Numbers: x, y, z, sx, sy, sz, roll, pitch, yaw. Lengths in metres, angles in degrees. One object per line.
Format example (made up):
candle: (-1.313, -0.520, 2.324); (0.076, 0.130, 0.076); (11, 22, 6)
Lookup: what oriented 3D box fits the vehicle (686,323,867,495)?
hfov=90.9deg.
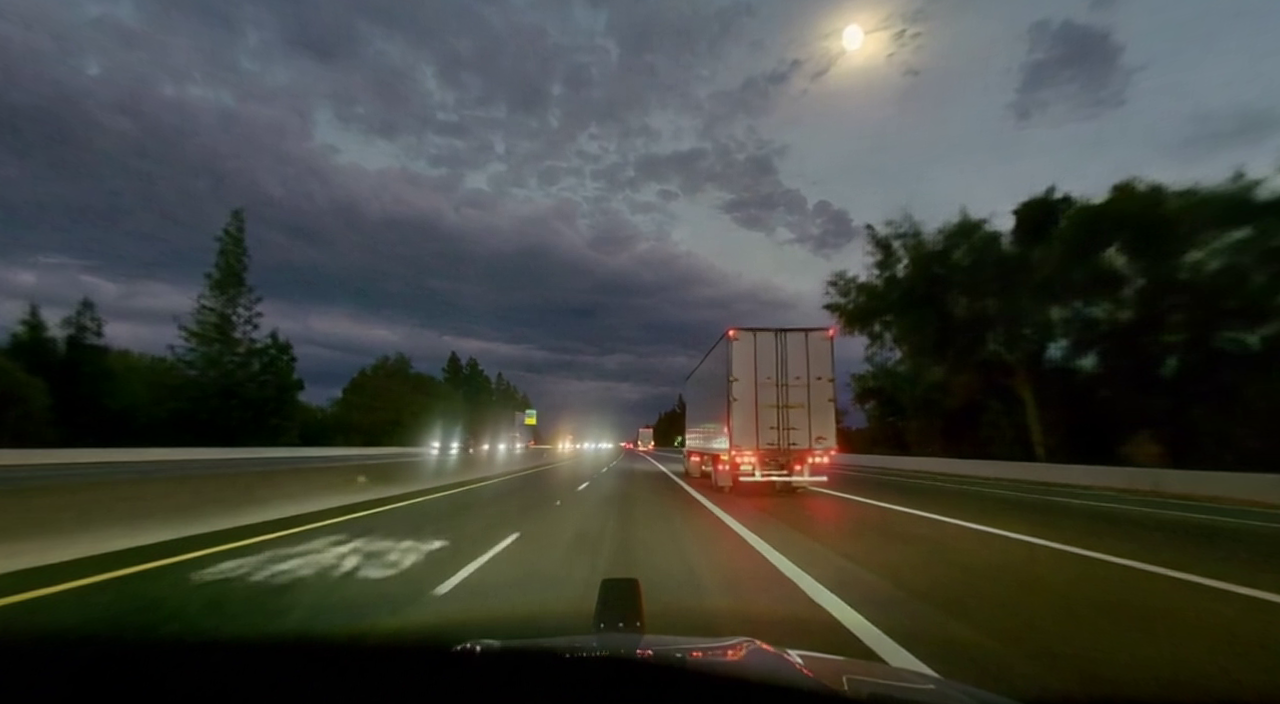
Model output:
vehicle: (3.861, 2.422, 22.659); (3.323, 4.262, 14.056); (0, -9, 0)
